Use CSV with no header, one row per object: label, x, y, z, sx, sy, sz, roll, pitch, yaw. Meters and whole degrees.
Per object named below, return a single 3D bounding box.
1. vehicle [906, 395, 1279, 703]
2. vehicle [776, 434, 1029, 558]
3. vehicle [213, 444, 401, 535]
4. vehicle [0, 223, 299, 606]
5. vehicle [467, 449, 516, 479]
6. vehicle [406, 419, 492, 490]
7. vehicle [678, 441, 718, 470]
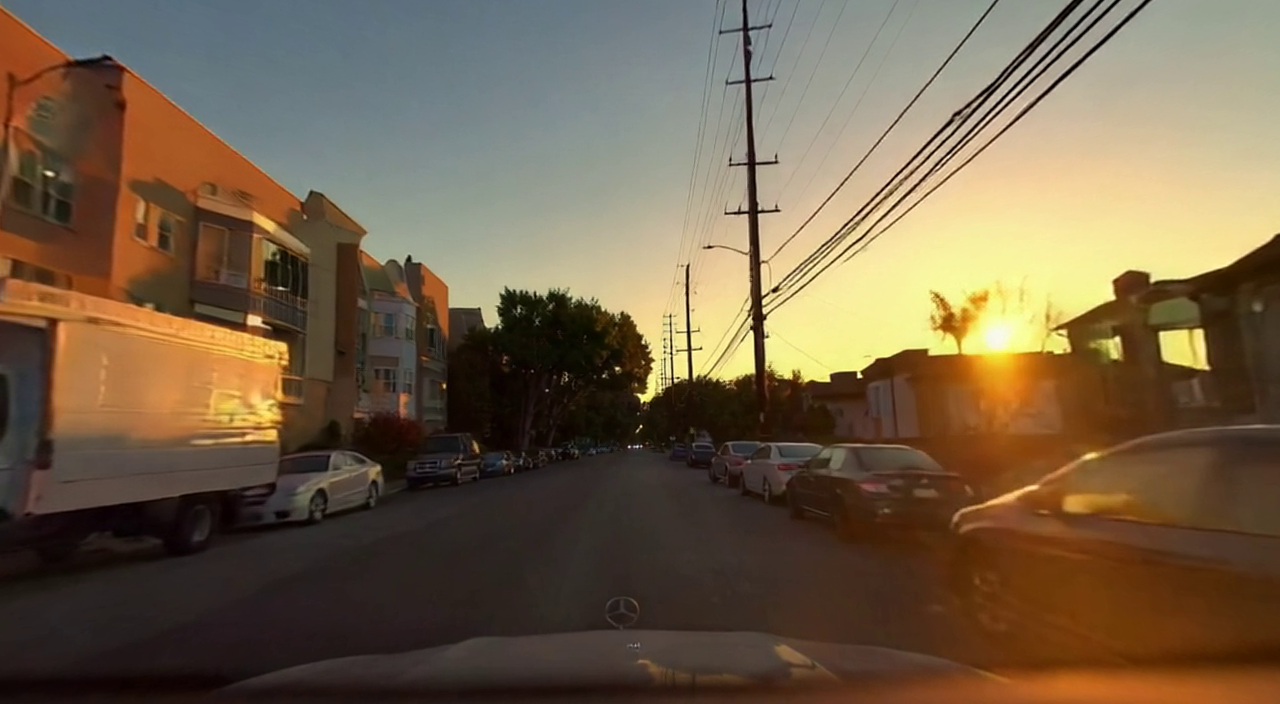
vehicle,3.377,1.035,2.959,2.057,1.554,4.905,0,-9,-1
vehicle,3.801,2.169,10.367,2.022,1.521,4.933,0,-9,0
vehicle,-7.272,2.968,14.443,1.894,1.585,4.514,-3,-8,0
vehicle,-7.484,0.894,7.653,2.901,3.610,6.707,-3,-9,1
vehicle,-7.819,5.903,33.577,1.873,1.437,4.068,-1,-8,-4
vehicle,-7.172,3.885,24.182,1.889,2.463,4.142,0,-9,1
vehicle,3.537,6.403,39.342,2.095,1.694,4.592,0,-8,1
